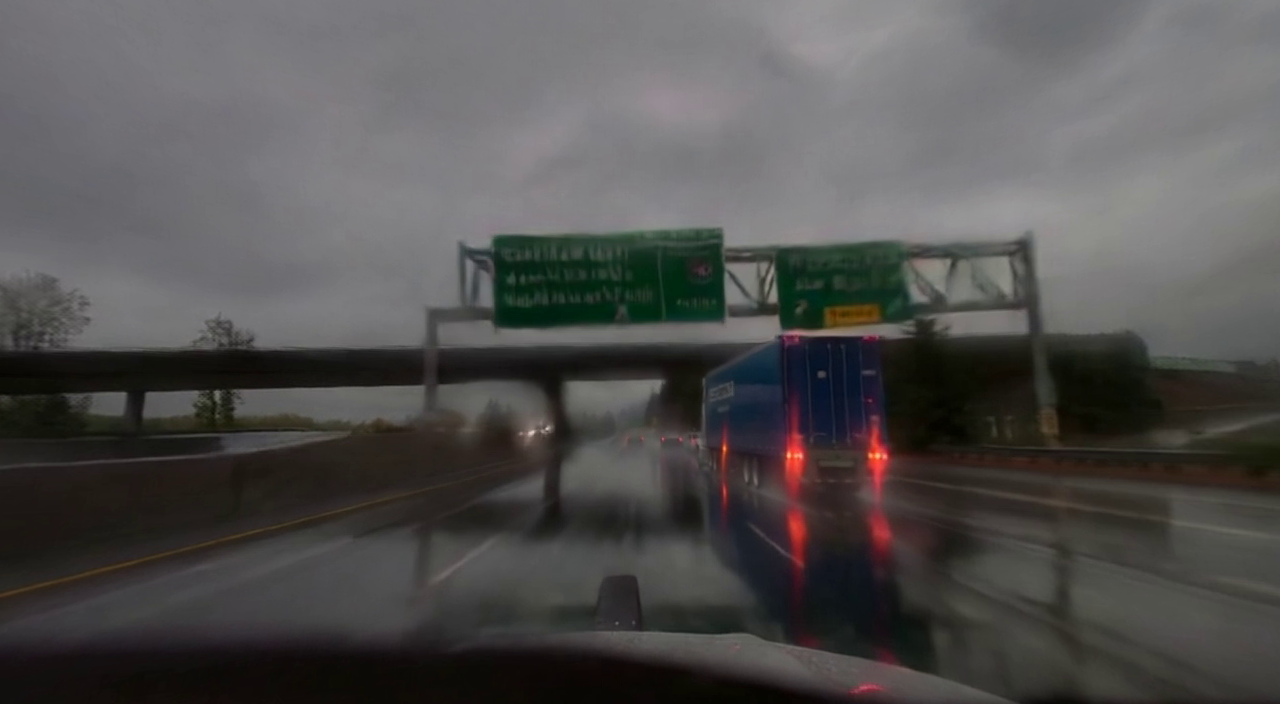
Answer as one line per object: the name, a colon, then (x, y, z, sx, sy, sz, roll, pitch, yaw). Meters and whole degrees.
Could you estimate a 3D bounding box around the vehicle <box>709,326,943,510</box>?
vehicle: (4.004, 1.942, 17.126, 2.849, 3.391, 11.018, 0, -8, -1)
